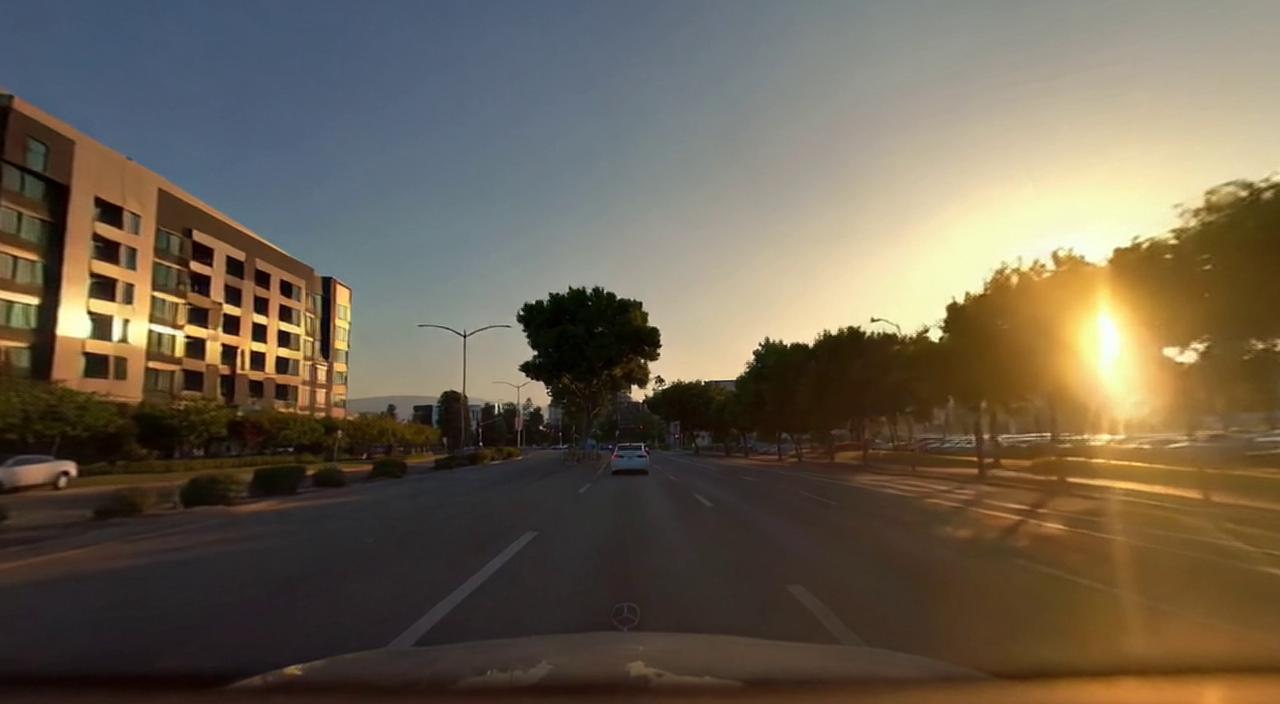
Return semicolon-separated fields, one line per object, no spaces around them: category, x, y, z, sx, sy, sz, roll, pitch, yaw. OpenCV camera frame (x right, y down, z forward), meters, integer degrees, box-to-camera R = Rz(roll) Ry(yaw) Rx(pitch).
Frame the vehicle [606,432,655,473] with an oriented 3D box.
vehicle;-0.494;4.935;31.267;2.260;1.872;4.578;0;-8;-1

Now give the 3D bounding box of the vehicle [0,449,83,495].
vehicle;-27.013;5.087;27.030;1.978;1.835;4.932;1;-8;-3
